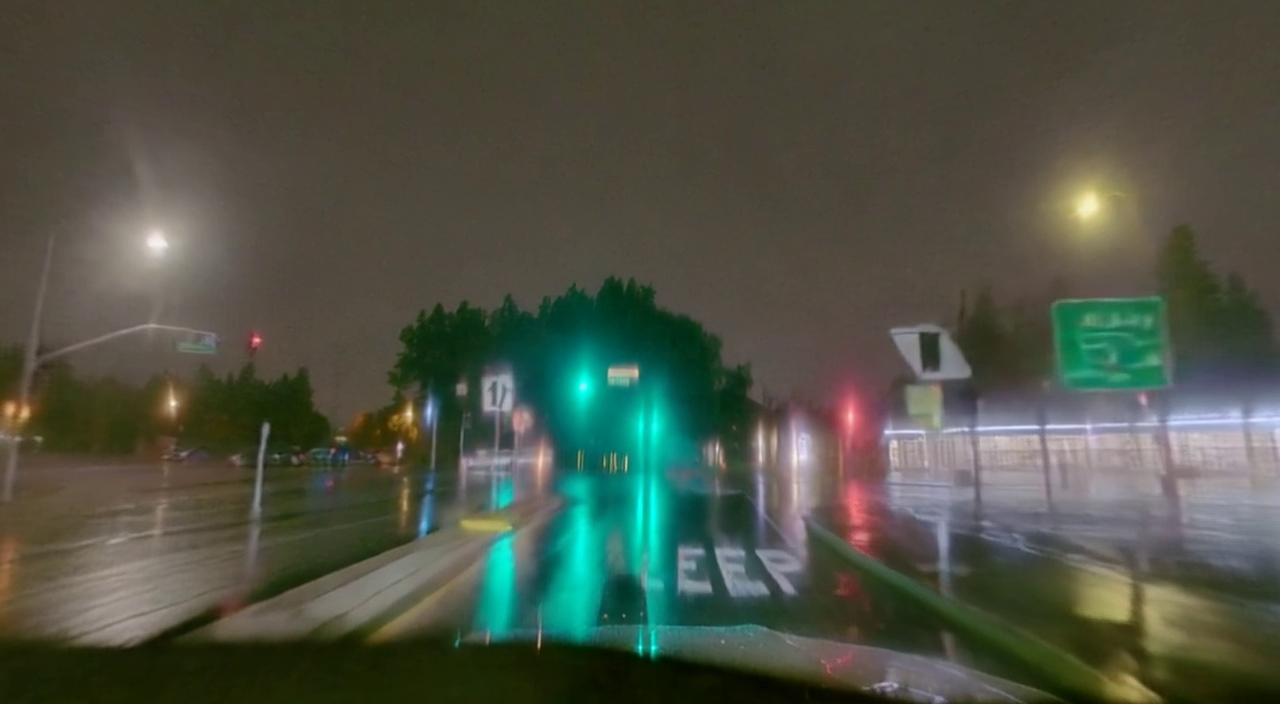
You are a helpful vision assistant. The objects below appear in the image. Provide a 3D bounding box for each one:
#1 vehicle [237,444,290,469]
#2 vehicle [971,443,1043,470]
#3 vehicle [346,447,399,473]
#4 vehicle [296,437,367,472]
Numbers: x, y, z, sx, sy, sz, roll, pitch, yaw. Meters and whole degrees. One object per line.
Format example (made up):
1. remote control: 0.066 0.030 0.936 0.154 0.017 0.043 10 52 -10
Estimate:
1. vehicle: -24.735 6.870 41.375 1.771 1.510 3.545 1 -9 -10
2. vehicle: 27.818 7.903 47.570 4.474 1.956 2.263 -6 -11 31
3. vehicle: -15.375 6.199 36.278 1.789 1.399 4.236 1 -9 -9
4. vehicle: -18.413 6.133 37.772 2.337 1.934 4.843 1 -9 -8
